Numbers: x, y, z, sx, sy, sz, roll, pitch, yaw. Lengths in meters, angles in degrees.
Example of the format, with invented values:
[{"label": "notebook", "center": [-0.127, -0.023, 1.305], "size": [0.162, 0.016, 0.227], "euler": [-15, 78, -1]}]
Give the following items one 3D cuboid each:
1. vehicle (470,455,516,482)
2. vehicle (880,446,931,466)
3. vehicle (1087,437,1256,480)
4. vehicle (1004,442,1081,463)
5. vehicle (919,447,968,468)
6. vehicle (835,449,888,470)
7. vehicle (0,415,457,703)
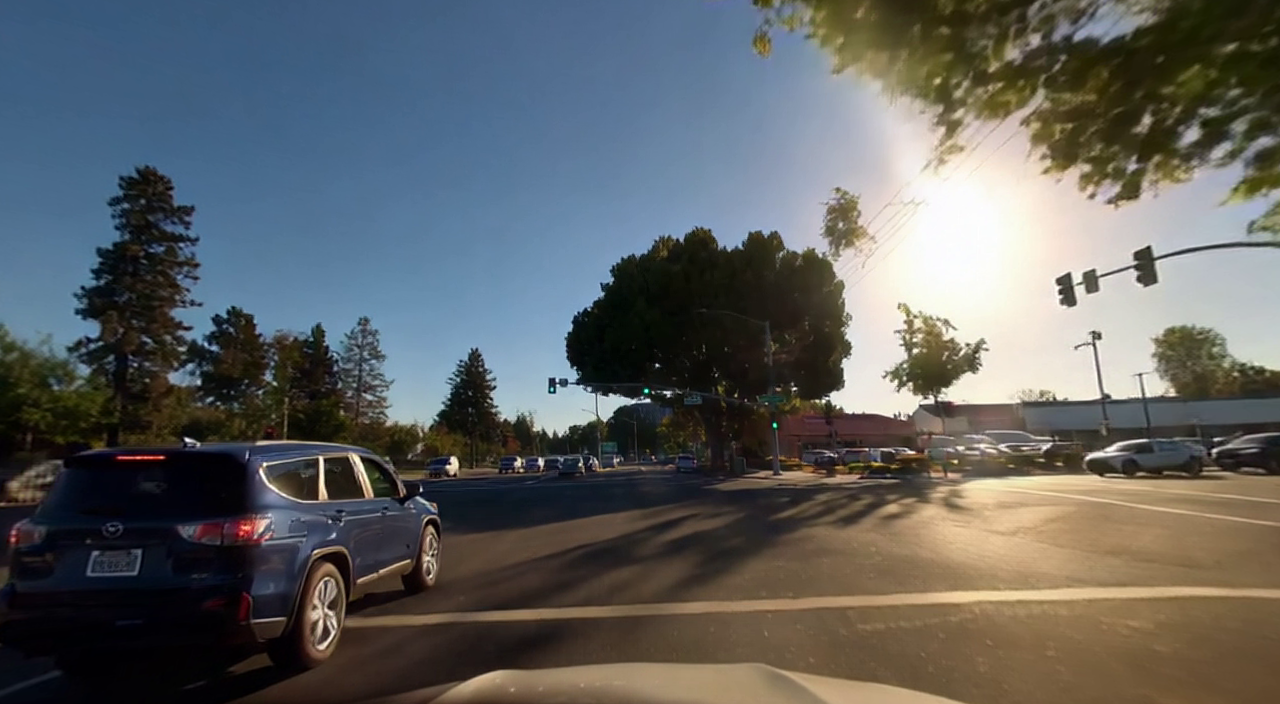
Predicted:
[{"label": "vehicle", "center": [-10.192, 8.088, 44.042], "size": [1.905, 1.724, 4.449], "euler": [-1, -9, 4]}, {"label": "vehicle", "center": [19.900, 7.766, 47.113], "size": [1.945, 1.434, 4.293], "euler": [-9, -12, 44]}, {"label": "vehicle", "center": [19.617, 3.920, 23.394], "size": [4.552, 1.492, 2.002], "euler": [1, -9, -5]}, {"label": "vehicle", "center": [30.862, 7.689, 48.396], "size": [4.678, 1.558, 1.883], "euler": [0, -9, -4]}, {"label": "vehicle", "center": [21.936, 7.607, 45.459], "size": [1.930, 1.410, 4.313], "euler": [-8, -12, 42]}, {"label": "vehicle", "center": [17.499, 8.399, 49.577], "size": [2.060, 1.445, 4.712], "euler": [-9, -11, 43]}, {"label": "vehicle", "center": [-2.856, 1.242, 3.867], "size": [1.924, 1.482, 4.734], "euler": [0, -9, 1]}]
